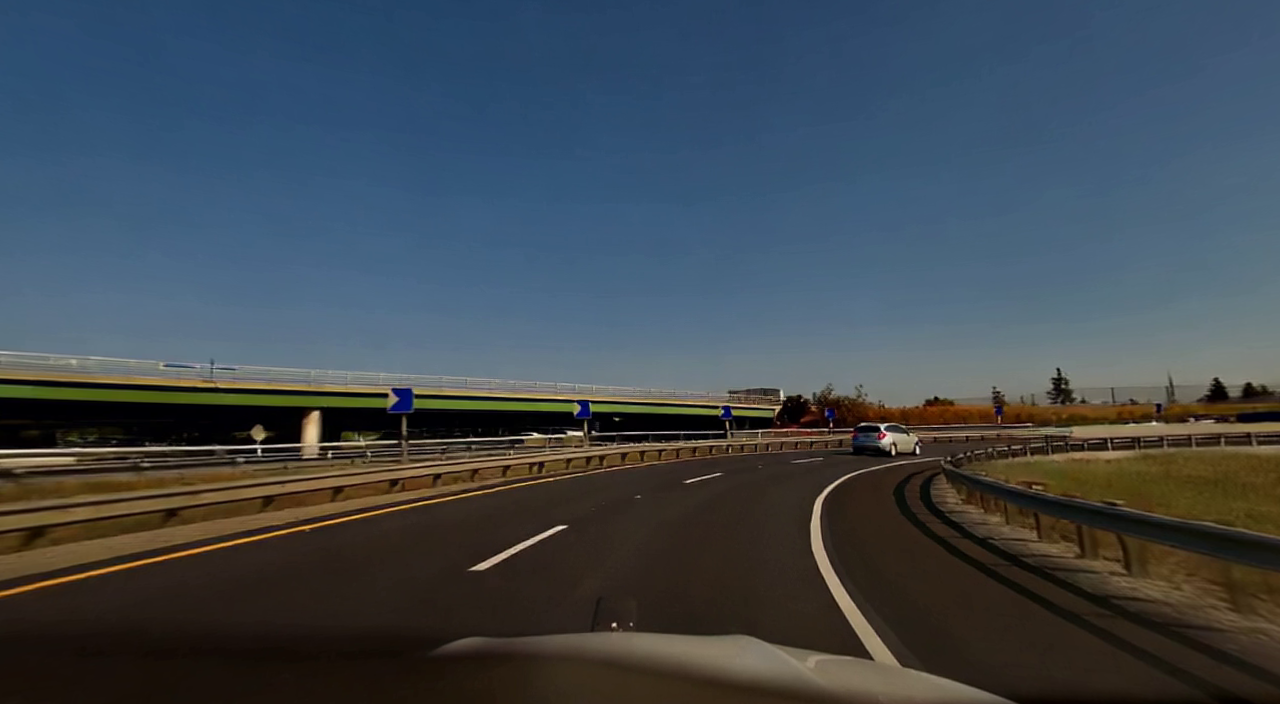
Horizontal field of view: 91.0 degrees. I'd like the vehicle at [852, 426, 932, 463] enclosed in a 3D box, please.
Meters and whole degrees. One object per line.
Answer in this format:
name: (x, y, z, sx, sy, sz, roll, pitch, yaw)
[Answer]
vehicle: (11.147, 4.043, 27.740, 2.028, 1.440, 3.970, -5, -9, 41)
